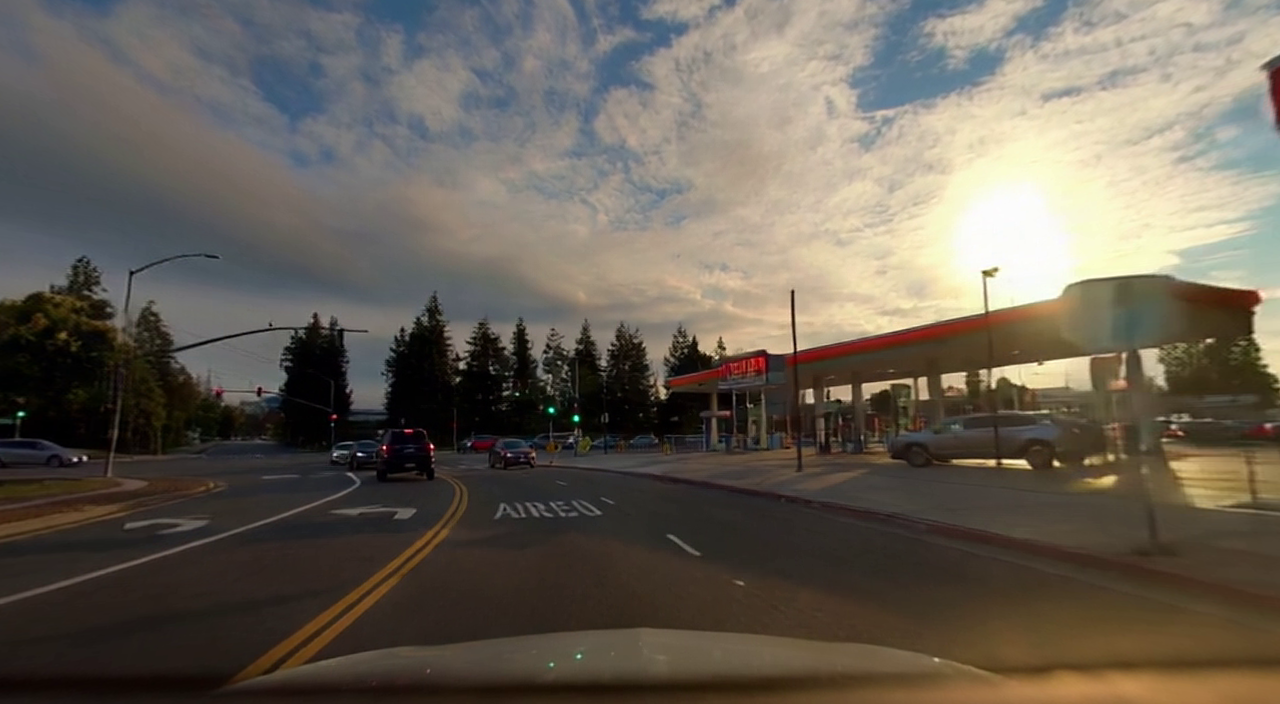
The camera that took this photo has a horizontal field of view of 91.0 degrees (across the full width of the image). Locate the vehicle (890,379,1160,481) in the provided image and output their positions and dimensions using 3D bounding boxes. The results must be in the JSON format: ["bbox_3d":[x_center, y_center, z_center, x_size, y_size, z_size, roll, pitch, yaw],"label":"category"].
[{"bbox_3d":[13.657,2.917,23.028,2.906,3.106,7.741,8,-12,-43],"label":"vehicle"}]

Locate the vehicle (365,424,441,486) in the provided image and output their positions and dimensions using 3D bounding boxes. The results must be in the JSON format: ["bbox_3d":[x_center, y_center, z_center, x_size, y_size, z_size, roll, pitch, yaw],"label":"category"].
[{"bbox_3d":[-8.843,3.761,23.206,2.254,2.006,4.766,4,-9,-23],"label":"vehicle"}]

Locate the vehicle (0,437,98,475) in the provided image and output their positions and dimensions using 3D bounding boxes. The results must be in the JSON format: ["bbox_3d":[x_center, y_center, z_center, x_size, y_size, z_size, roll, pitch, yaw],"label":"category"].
[{"bbox_3d":[-29.847,5.060,30.797,4.632,1.757,2.073,6,-10,-32],"label":"vehicle"}]

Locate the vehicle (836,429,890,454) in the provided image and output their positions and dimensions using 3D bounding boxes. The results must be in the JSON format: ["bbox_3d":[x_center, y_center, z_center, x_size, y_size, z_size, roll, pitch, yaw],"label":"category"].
[{"bbox_3d":[17.131,6.860,48.237,2.160,1.764,4.595,-7,-11,43],"label":"vehicle"}]

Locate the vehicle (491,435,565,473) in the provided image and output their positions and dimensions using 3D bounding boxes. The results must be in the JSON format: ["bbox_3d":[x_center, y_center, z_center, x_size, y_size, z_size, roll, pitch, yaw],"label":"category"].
[{"bbox_3d":[-5.869,5.238,32.599,2.202,1.822,4.826,5,-10,-30],"label":"vehicle"}]
